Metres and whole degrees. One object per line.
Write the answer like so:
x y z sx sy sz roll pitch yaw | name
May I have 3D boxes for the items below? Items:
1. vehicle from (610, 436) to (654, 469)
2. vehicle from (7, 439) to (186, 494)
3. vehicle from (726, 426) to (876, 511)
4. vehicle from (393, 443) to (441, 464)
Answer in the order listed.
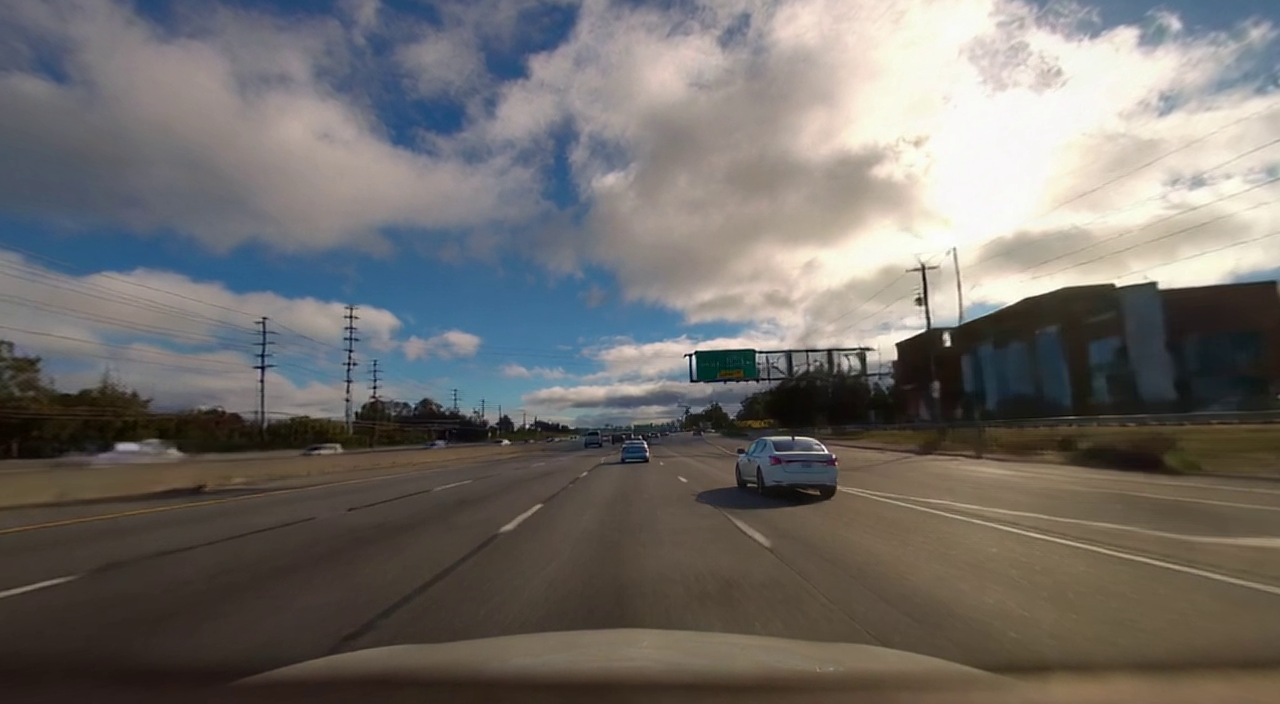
-0.405 4.879 30.660 2.019 1.472 3.971 0 -8 -1 | vehicle
-16.657 3.498 19.647 1.794 1.492 4.245 0 -8 -1 | vehicle
3.272 2.472 13.867 1.995 1.533 4.463 0 -8 -2 | vehicle
-16.949 7.705 48.044 1.912 1.492 4.608 0 -8 0 | vehicle
